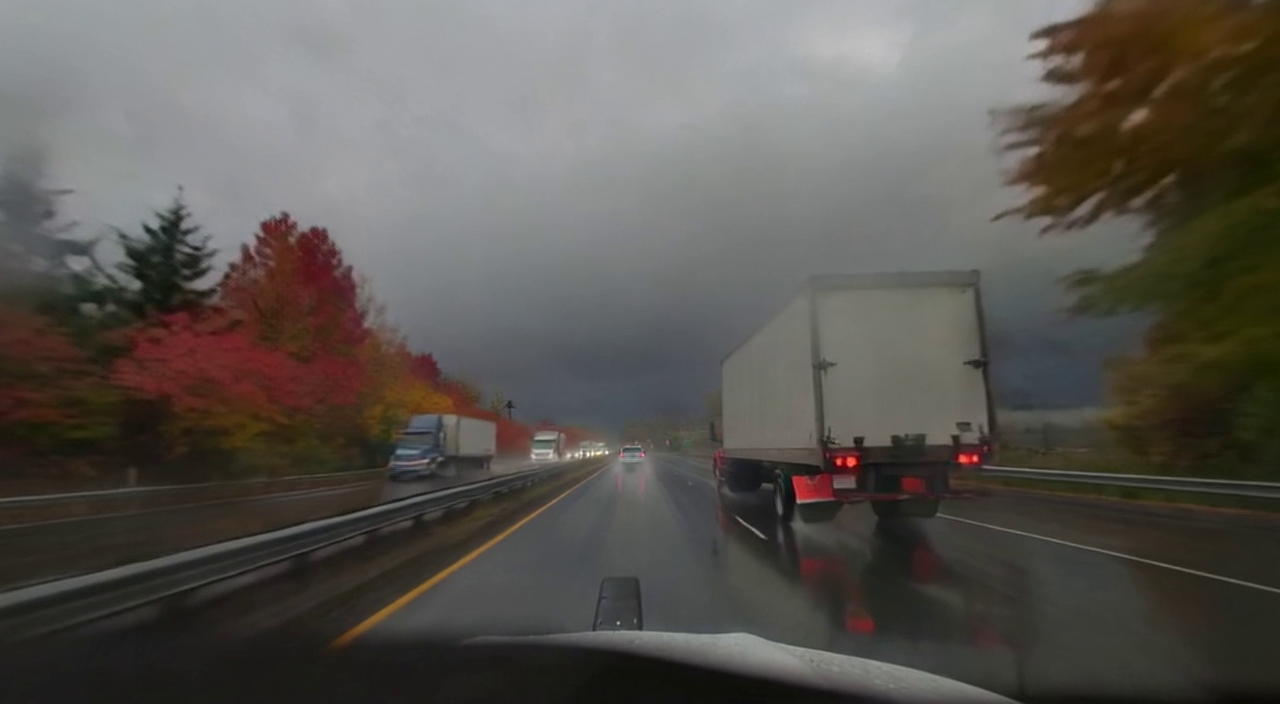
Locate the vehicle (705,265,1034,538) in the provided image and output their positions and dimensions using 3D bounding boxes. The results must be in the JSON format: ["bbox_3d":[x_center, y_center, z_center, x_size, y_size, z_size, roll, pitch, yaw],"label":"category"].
[{"bbox_3d":[4.041,1.702,16.116,3.068,4.042,13.787,0,-9,-1],"label":"vehicle"}]

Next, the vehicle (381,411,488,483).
[{"bbox_3d":[-13.647,6.577,43.493,2.954,4.145,13.980,0,-9,-1],"label":"vehicle"}]

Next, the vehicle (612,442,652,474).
[{"bbox_3d":[-0.480,6.022,35.912,2.151,1.693,4.201,0,-9,-1],"label":"vehicle"}]
